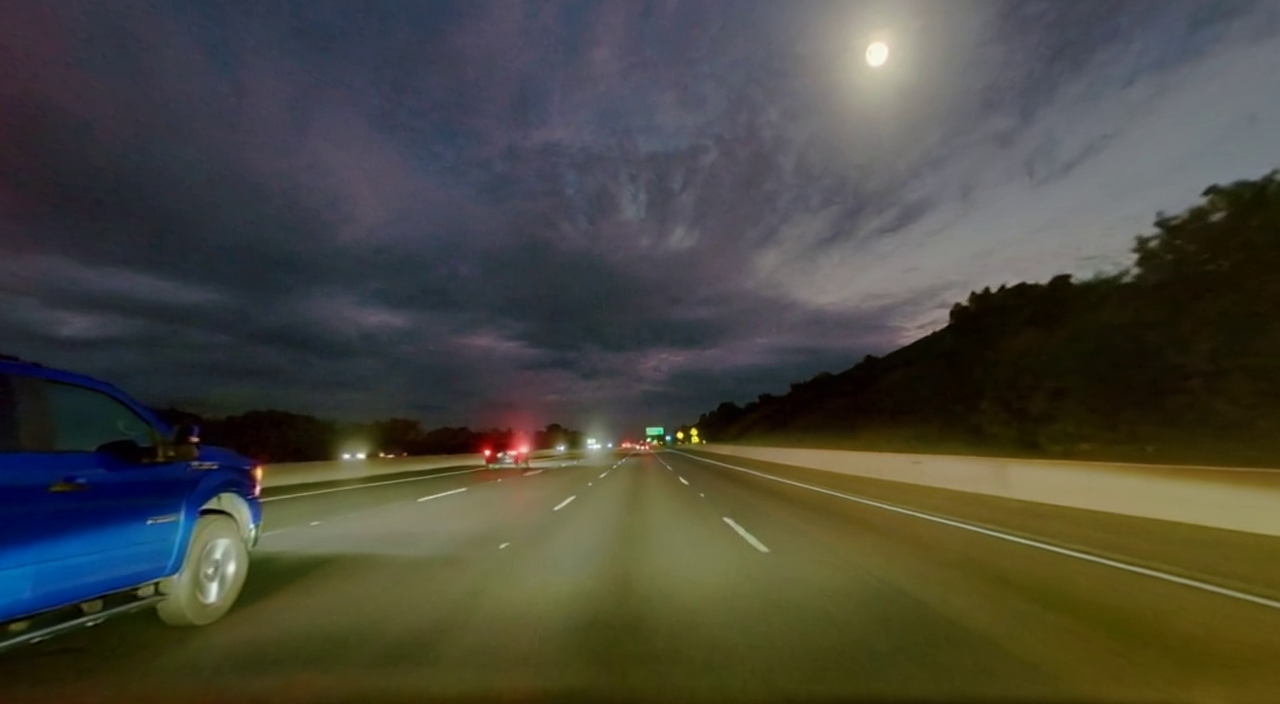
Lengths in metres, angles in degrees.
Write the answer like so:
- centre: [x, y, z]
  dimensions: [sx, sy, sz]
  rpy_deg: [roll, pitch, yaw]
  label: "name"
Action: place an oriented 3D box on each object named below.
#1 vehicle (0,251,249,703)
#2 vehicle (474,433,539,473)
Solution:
- centre: [-3.663, 0.375, 0.790]
  dimensions: [2.339, 2.004, 6.171]
  rpy_deg: [0, -9, 0]
  label: "vehicle"
- centre: [-7.003, 5.357, 33.636]
  dimensions: [2.260, 1.917, 5.499]
  rpy_deg: [0, -9, 0]
  label: "vehicle"
